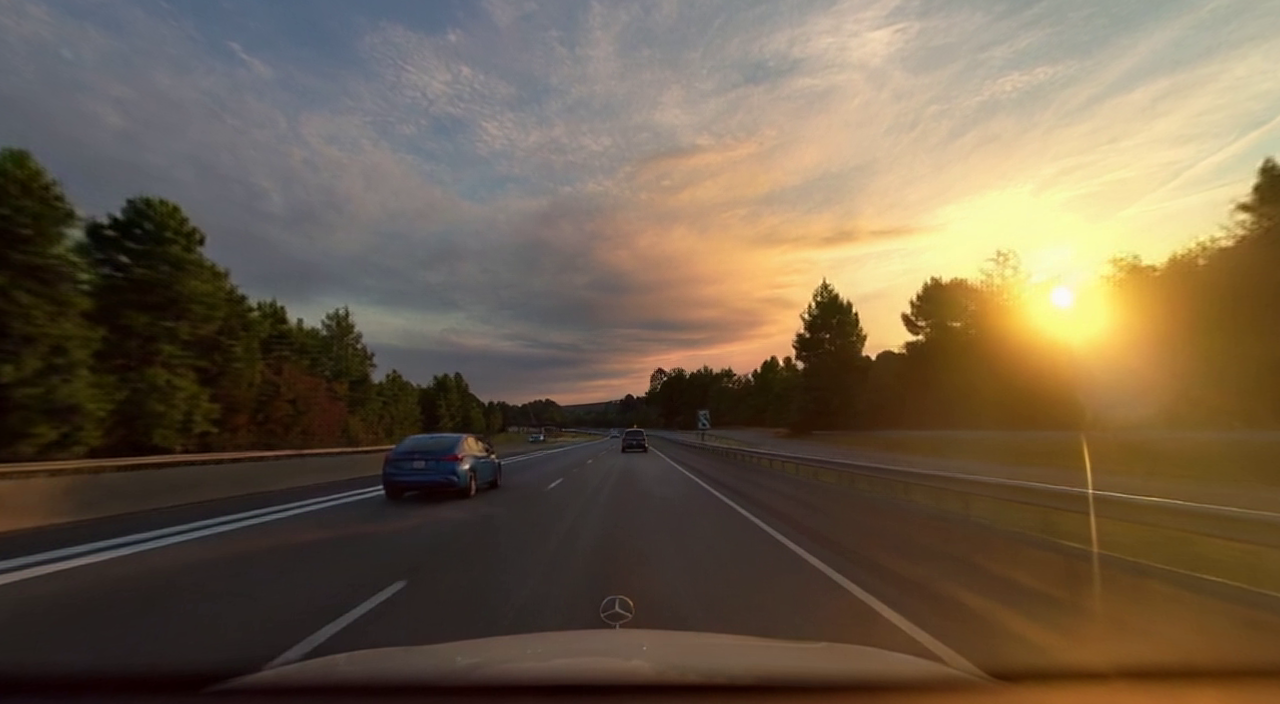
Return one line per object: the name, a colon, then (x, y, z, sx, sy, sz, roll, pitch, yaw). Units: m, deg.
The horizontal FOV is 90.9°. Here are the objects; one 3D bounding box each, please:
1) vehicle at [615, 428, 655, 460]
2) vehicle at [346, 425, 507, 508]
vehicle: (-0.279, 5.164, 35.444, 2.134, 1.654, 4.174, 0, -8, -1)
vehicle: (-4.314, 2.359, 13.513, 2.030, 1.491, 4.046, 0, -8, 0)
